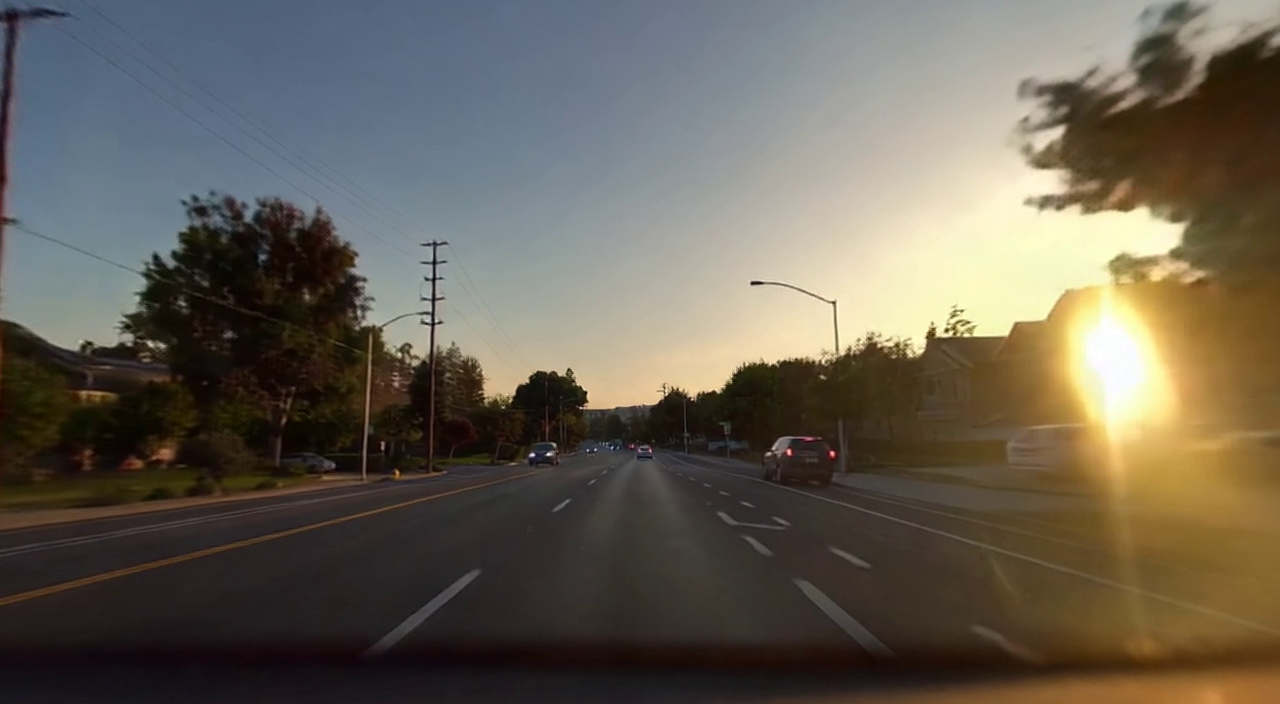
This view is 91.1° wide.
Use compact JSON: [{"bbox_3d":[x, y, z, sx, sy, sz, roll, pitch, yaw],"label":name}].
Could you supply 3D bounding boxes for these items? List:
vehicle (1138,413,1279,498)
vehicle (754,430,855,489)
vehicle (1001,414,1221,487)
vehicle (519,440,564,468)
[{"bbox_3d":[13.854,2.175,13.580,4.399,1.663,1.970,-1,-8,0],"label":"vehicle"},{"bbox_3d":[5.528,3.671,21.862,2.114,1.799,4.960,0,-8,-1],"label":"vehicle"},{"bbox_3d":[13.284,2.741,17.822,4.981,1.857,2.104,1,-8,-13],"label":"vehicle"},{"bbox_3d":[-7.165,7.527,46.454,2.325,1.877,5.690,-1,-8,1],"label":"vehicle"}]
